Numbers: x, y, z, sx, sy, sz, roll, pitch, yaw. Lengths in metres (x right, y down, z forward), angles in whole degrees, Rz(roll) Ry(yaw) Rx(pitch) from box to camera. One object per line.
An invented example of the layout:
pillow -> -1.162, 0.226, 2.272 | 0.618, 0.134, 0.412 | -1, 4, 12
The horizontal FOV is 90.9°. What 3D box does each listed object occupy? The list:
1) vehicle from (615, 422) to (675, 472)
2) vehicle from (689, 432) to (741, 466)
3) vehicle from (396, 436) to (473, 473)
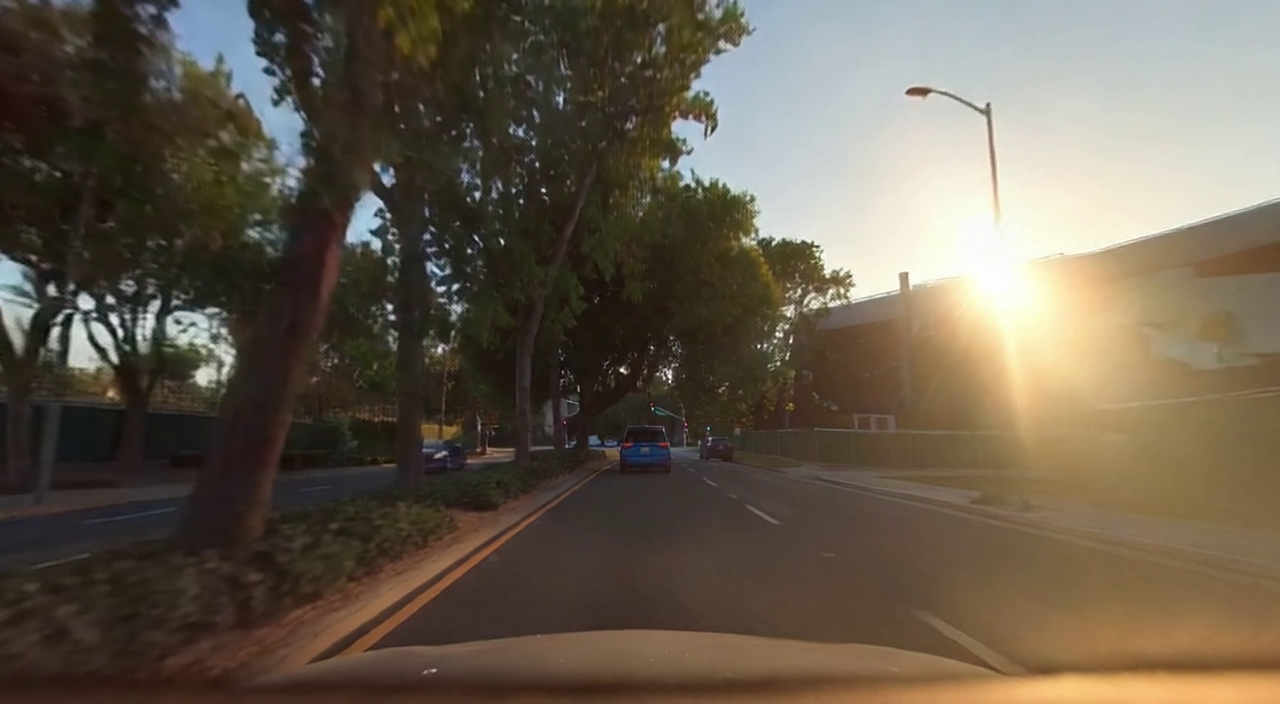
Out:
vehicle -> 0.228, 4.043, 26.938 | 2.386, 1.947, 4.168 | -1, -8, 1
vehicle -> 3.975, 5.250, 34.167 | 2.138, 1.699, 4.852 | 0, -8, -1
vehicle -> -8.997, 4.528, 28.101 | 2.028, 1.502, 4.646 | 0, -8, -2
